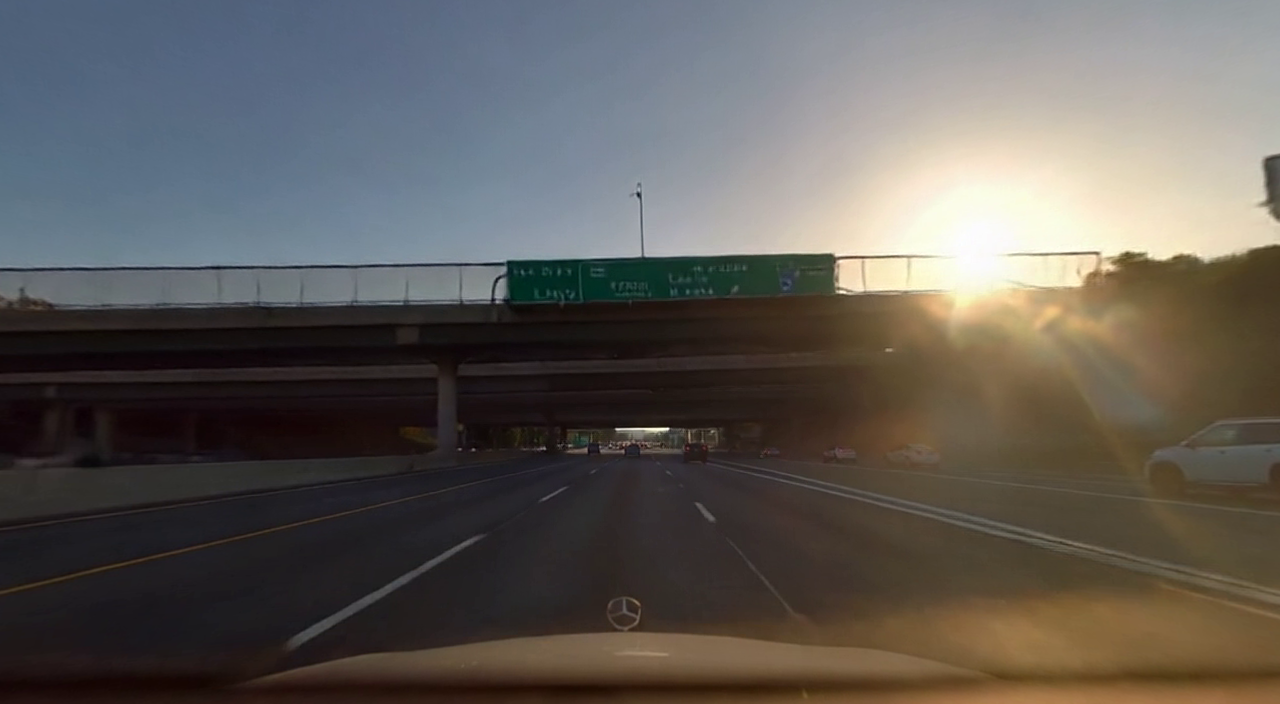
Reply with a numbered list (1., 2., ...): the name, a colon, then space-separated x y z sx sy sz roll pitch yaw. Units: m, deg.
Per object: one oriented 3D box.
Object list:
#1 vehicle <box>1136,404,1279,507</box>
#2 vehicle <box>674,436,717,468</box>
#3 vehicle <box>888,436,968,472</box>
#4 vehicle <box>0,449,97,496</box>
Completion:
1. vehicle: 14.612 2.253 13.763 2.442 2.140 6.462 0 -9 2
2. vehicle: 3.292 6.064 38.398 2.147 1.794 4.538 0 -9 -1
3. vehicle: 15.332 5.450 33.863 2.116 1.754 4.727 0 -9 1
4. vehicle: -21.938 4.091 21.585 2.016 1.535 5.144 0 -9 0
